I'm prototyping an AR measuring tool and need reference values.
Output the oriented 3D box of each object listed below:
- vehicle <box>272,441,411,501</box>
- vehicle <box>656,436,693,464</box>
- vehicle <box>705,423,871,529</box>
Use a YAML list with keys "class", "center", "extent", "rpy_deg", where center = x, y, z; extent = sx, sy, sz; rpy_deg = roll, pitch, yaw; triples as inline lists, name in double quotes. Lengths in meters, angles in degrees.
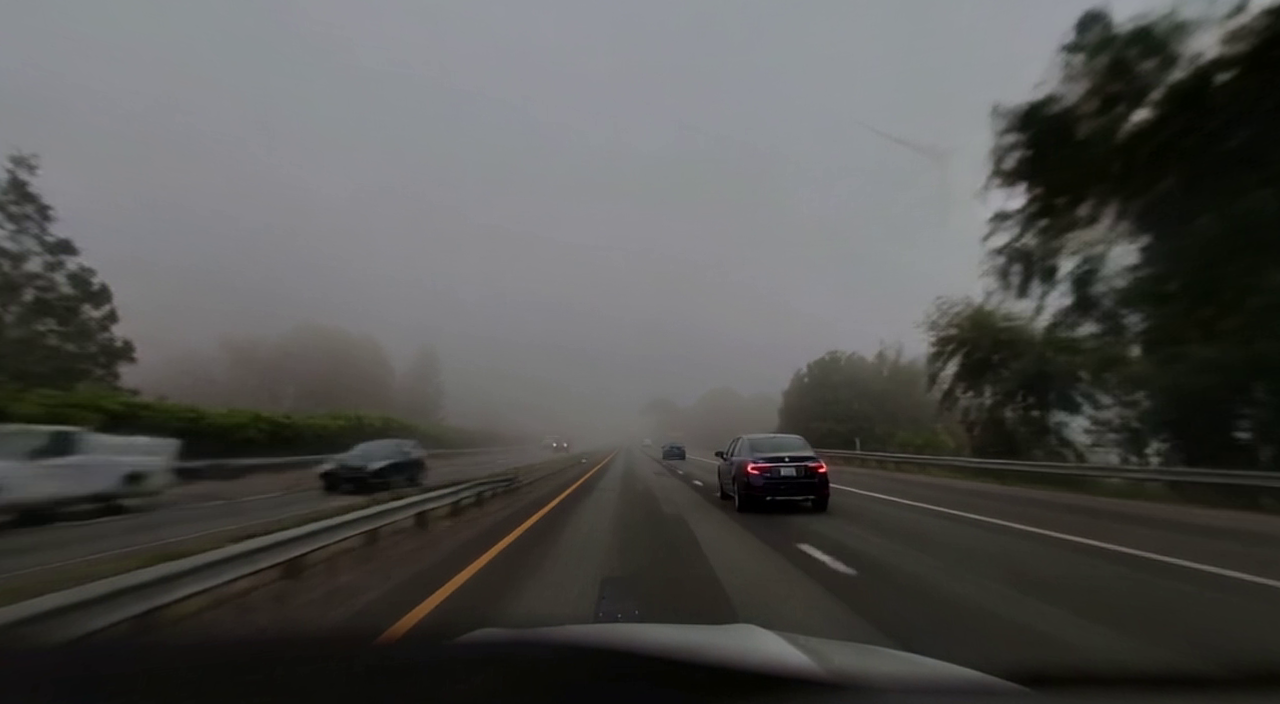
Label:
- class: "vehicle"
  center: [-8.465, 3.370, 18.358]
  extent: [1.963, 1.454, 4.428]
  rpy_deg: [0, -8, -1]
- class: "vehicle"
  center: [2.166, 6.295, 40.734]
  extent: [2.066, 1.661, 4.500]
  rpy_deg: [0, -8, -1]
- class: "vehicle"
  center: [2.525, 2.212, 11.974]
  extent: [2.038, 1.624, 4.312]
  rpy_deg: [0, -8, -1]
